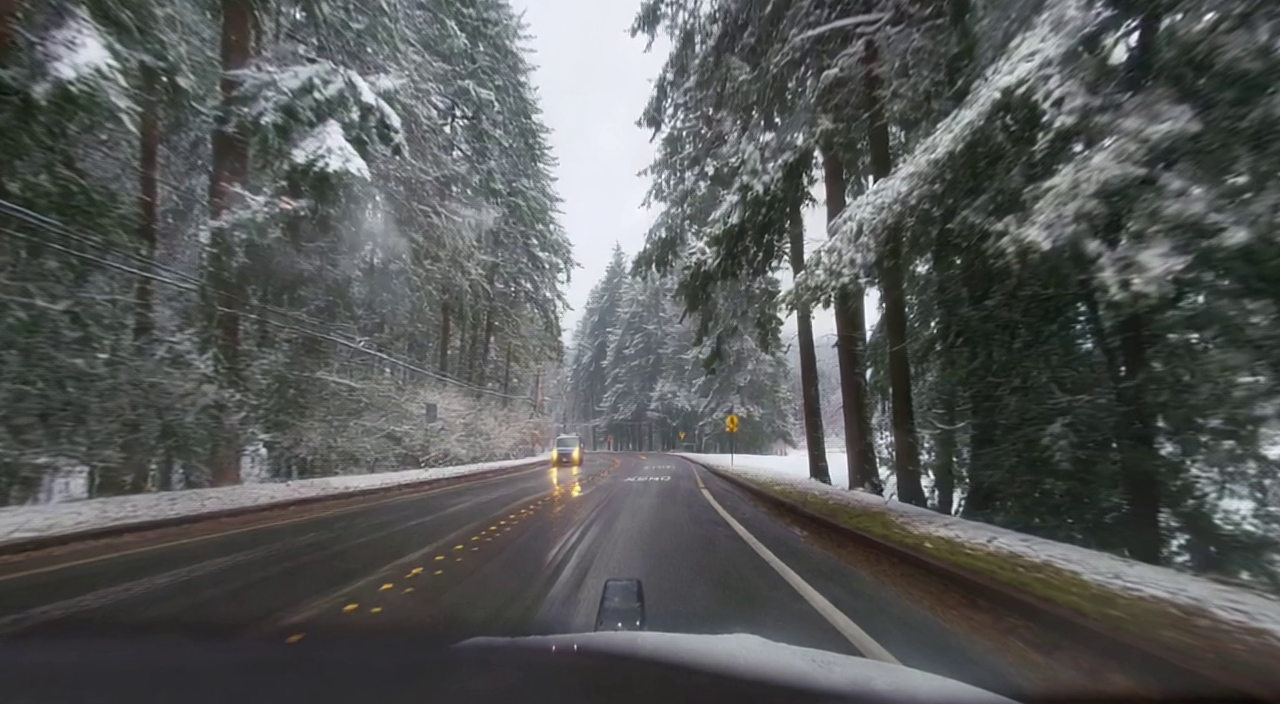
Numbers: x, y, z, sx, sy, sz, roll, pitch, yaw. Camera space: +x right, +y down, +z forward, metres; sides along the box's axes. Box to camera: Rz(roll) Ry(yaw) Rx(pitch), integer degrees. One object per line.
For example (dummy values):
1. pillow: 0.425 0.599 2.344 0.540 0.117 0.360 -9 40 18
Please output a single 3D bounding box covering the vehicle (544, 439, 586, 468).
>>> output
1. vehicle: -5.121 7.033 43.872 2.394 1.900 5.863 0 -8 -2
